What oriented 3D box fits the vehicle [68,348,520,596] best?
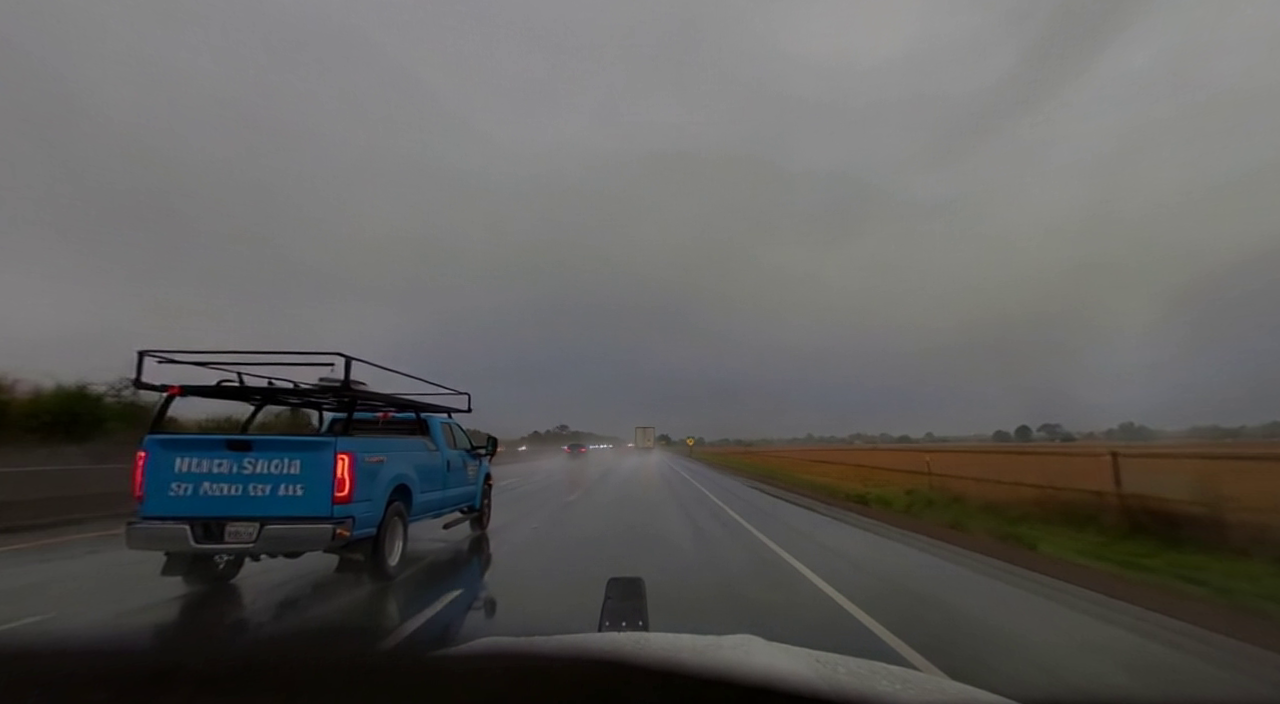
[{"bbox_3d":[-3.889,1.602,9.350,2.791,2.330,6.725,0,-8,1],"label":"vehicle"}]
